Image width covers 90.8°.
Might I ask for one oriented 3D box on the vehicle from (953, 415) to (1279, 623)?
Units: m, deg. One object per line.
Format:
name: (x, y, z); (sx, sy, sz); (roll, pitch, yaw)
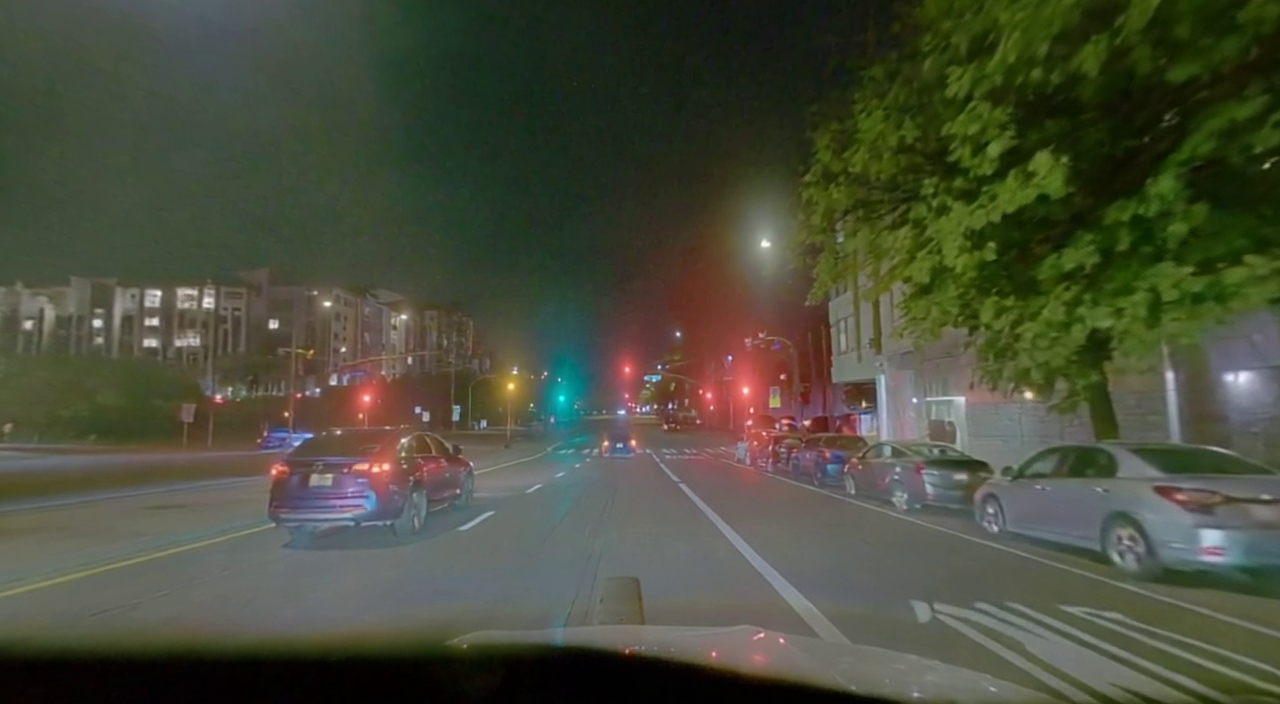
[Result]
vehicle: (5.932, 1.668, 7.474); (2.019, 1.670, 4.550); (0, -8, -1)

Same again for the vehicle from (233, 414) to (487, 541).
vehicle: (-3.942, 1.819, 9.926); (1.934, 1.522, 4.464); (0, -8, 0)

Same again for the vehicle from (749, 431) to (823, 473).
vehicle: (5.712, 3.966, 25.293); (1.959, 1.513, 4.104); (0, -8, 0)

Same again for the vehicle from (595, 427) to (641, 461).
vehicle: (-0.993, 4.415, 30.361); (2.082, 1.520, 3.896); (0, -8, 0)

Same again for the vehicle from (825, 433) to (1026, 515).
vehicle: (5.967, 2.571, 14.029); (2.089, 1.488, 4.663); (0, -8, -3)
